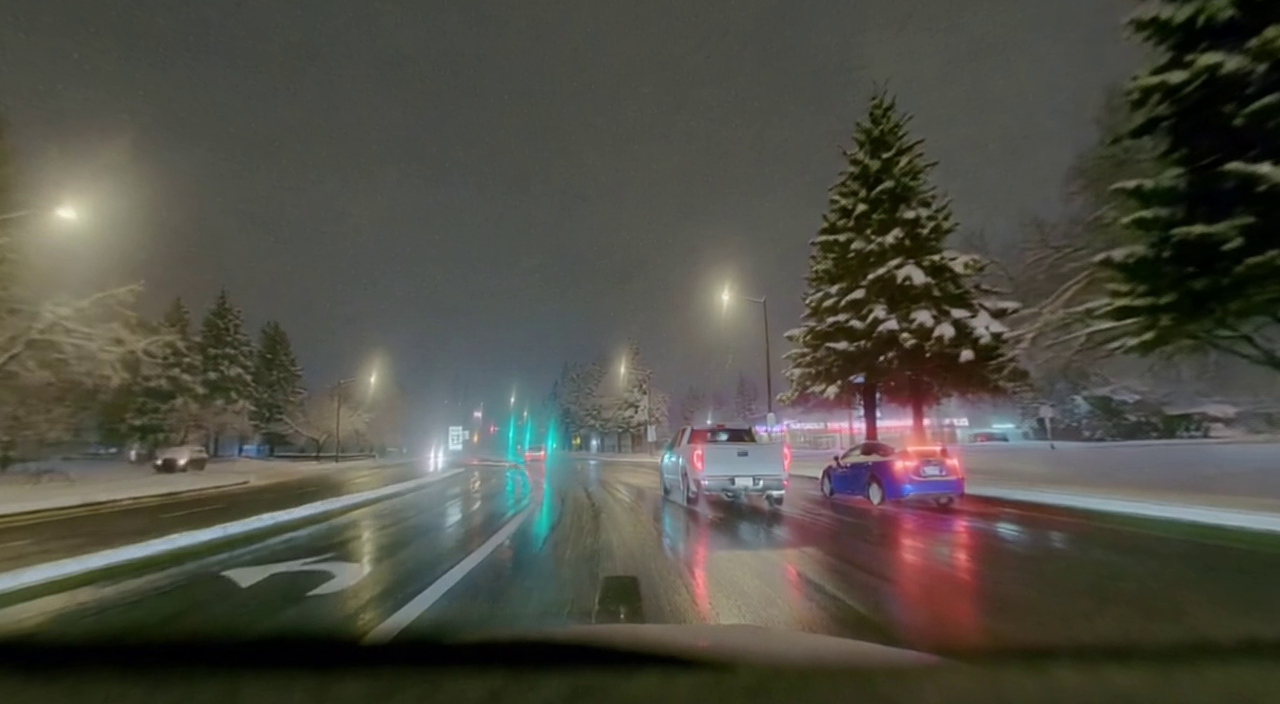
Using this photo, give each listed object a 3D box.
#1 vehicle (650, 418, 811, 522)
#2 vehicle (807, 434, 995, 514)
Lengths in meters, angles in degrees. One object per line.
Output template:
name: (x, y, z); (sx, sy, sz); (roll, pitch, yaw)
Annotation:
vehicle: (1.597, 2.379, 13.336); (2.214, 1.749, 4.998); (1, -8, -5)
vehicle: (5.490, 2.607, 14.041); (1.986, 1.480, 4.296); (1, -8, -6)
